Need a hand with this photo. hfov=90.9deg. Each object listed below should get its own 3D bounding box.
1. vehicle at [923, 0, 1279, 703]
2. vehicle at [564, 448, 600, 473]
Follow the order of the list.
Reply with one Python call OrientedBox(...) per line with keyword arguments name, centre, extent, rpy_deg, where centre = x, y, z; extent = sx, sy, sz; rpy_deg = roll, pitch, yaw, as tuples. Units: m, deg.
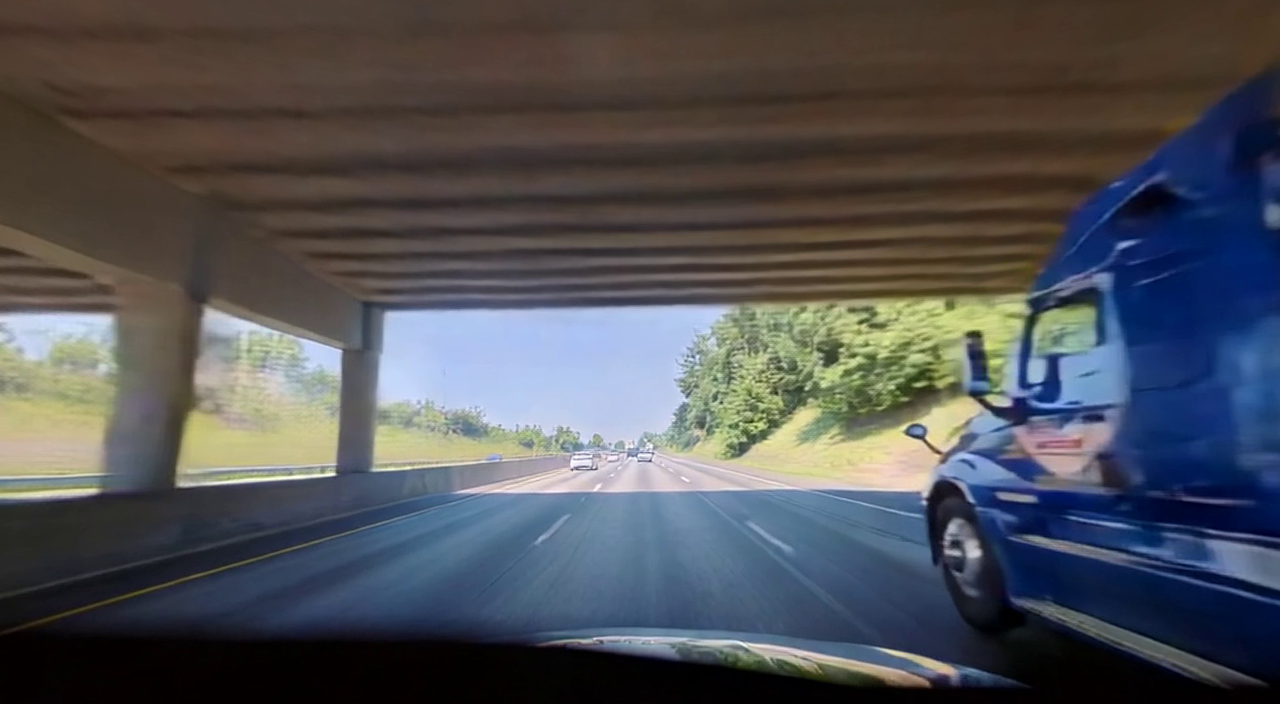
OrientedBox(name="vehicle", centre=(4.201, -0.285, 2.594), extent=(3.140, 4.000, 6.033), rpy_deg=(0, -9, 0))
OrientedBox(name="vehicle", centre=(-3.630, 6.885, 40.074), extent=(1.918, 1.510, 4.006), rpy_deg=(0, -9, 0))
